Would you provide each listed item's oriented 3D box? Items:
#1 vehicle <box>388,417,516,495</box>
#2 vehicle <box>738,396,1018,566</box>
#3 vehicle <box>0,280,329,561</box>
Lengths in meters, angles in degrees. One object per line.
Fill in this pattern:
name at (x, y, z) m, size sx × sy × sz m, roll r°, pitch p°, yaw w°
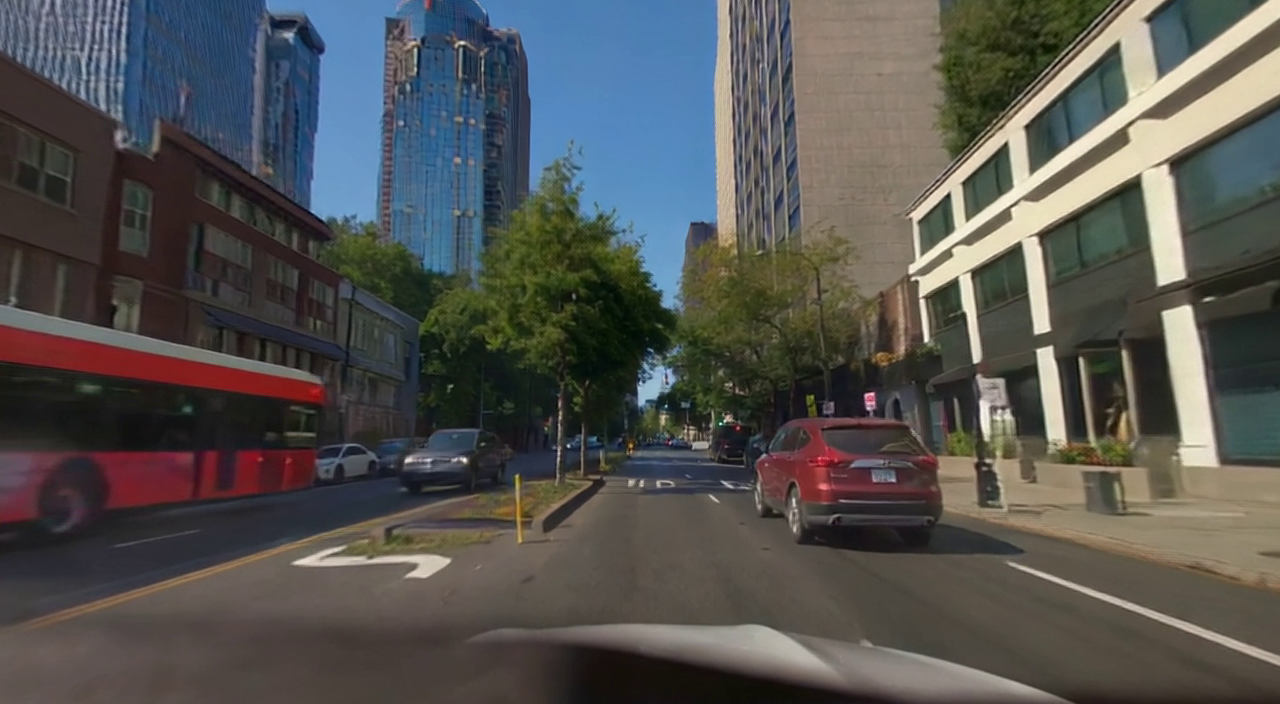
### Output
vehicle at (-5.110, 2.922, 17.989) m, size 2.030 × 1.881 × 4.994 m, roll 0°, pitch -9°, yaw 1°
vehicle at (3.037, 1.820, 9.678) m, size 2.118 × 1.848 × 5.426 m, roll 0°, pitch -9°, yaw -1°
vehicle at (-8.999, 1.298, 10.729) m, size 2.784 × 3.310 × 8.964 m, roll 0°, pitch -9°, yaw 0°
